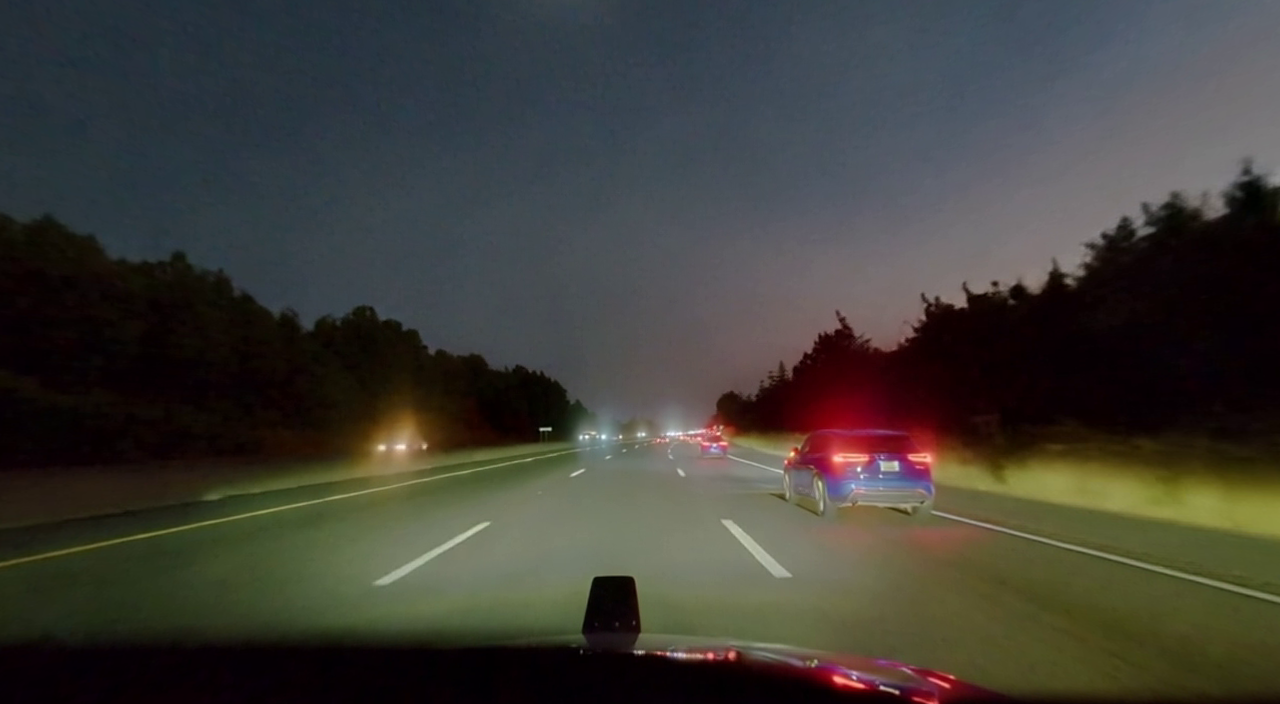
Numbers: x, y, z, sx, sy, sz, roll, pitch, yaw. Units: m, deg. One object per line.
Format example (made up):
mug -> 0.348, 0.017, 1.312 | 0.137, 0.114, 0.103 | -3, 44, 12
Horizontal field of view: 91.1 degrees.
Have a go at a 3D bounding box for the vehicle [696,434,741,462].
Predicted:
vehicle -> 4.322, 5.340, 35.248 | 1.982, 1.452, 4.294 | 0, -8, 0

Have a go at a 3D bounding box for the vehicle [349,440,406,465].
vehicle -> -16.378, 6.252, 39.368 | 1.815, 1.421, 3.766 | 0, -8, 2
